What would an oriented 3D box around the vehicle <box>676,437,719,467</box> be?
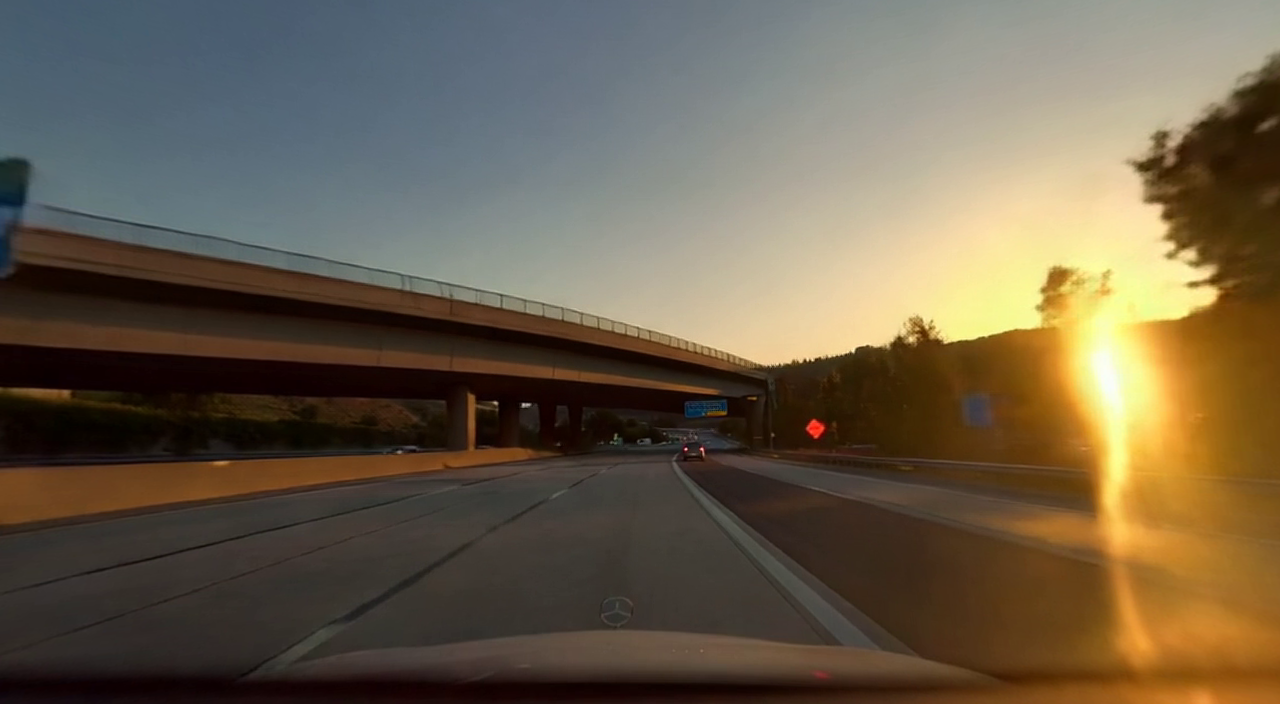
[{"bbox_3d":[3.527,6.210,39.407,2.224,1.738,4.376,0,-9,0],"label":"vehicle"}]
